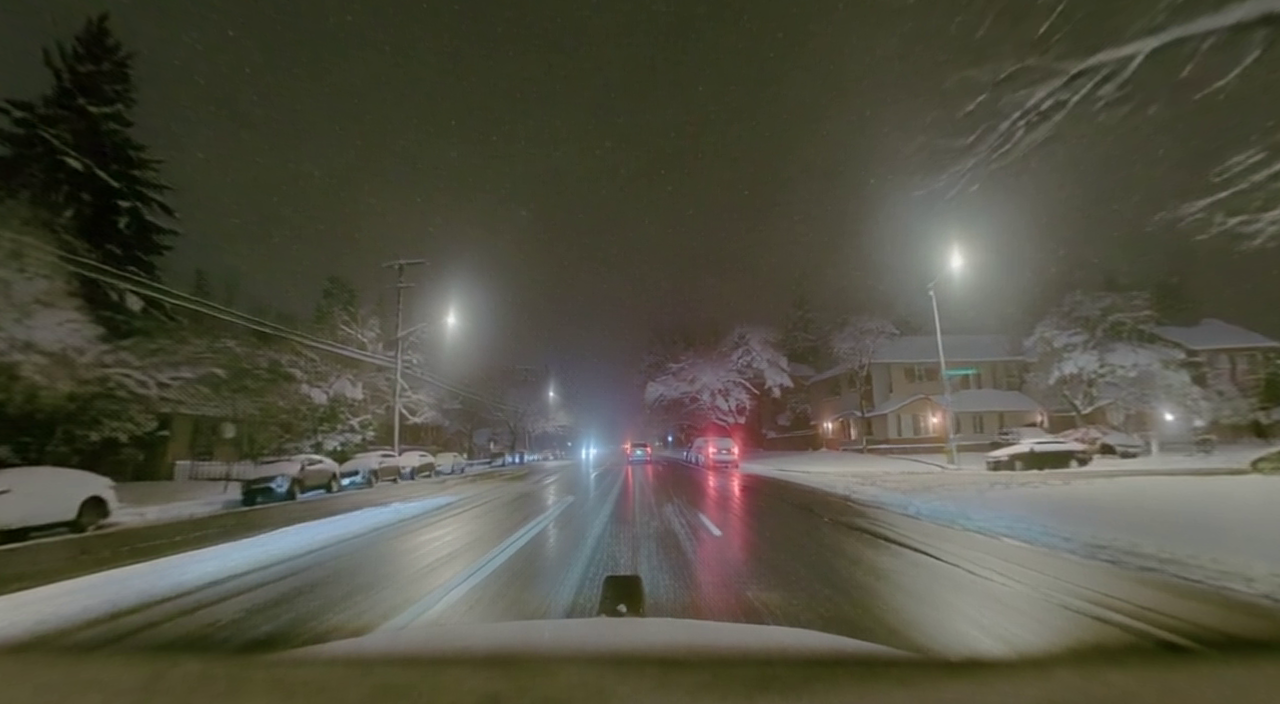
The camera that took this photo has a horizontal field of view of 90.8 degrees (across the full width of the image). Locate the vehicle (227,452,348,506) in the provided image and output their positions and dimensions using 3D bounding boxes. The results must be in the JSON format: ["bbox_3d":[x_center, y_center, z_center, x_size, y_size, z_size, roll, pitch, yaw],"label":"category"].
[{"bbox_3d":[-12.749,4.563,23.240,1.938,1.738,4.516,0,-9,-2],"label":"vehicle"}]

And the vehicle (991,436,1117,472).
[{"bbox_3d":[18.469,4.569,28.336,4.240,1.560,1.929,0,-9,2],"label":"vehicle"}]

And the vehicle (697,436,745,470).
[{"bbox_3d":[5.055,6.340,40.096,2.195,2.000,4.789,1,-8,-3],"label":"vehicle"}]

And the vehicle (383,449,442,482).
[{"bbox_3d":[-12.778,6.357,35.762,1.917,1.739,4.461,0,-9,-3],"label":"vehicle"}]

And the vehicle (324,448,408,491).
[{"bbox_3d":[-12.682,5.416,29.678,1.904,1.805,5.100,0,-9,-3],"label":"vehicle"}]

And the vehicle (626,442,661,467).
[{"bbox_3d":[0.165,6.337,39.303,2.022,1.471,3.973,0,-9,-1],"label":"vehicle"}]

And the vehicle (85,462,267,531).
[{"bbox_3d":[-12.534,3.888,17.488,1.810,1.399,4.285,-4,-9,0],"label":"vehicle"}]

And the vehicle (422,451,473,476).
[{"bbox_3d":[-12.623,7.348,41.770,1.835,1.488,4.696,0,-9,1],"label":"vehicle"}]

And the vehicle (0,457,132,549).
[{"bbox_3d":[-12.289,2.853,11.637,1.905,1.503,5.015,-4,-8,-2],"label":"vehicle"}]

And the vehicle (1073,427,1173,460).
[{"bbox_3d":[26.271,5.004,34.582,1.873,1.686,4.429,0,-9,0],"label":"vehicle"}]
